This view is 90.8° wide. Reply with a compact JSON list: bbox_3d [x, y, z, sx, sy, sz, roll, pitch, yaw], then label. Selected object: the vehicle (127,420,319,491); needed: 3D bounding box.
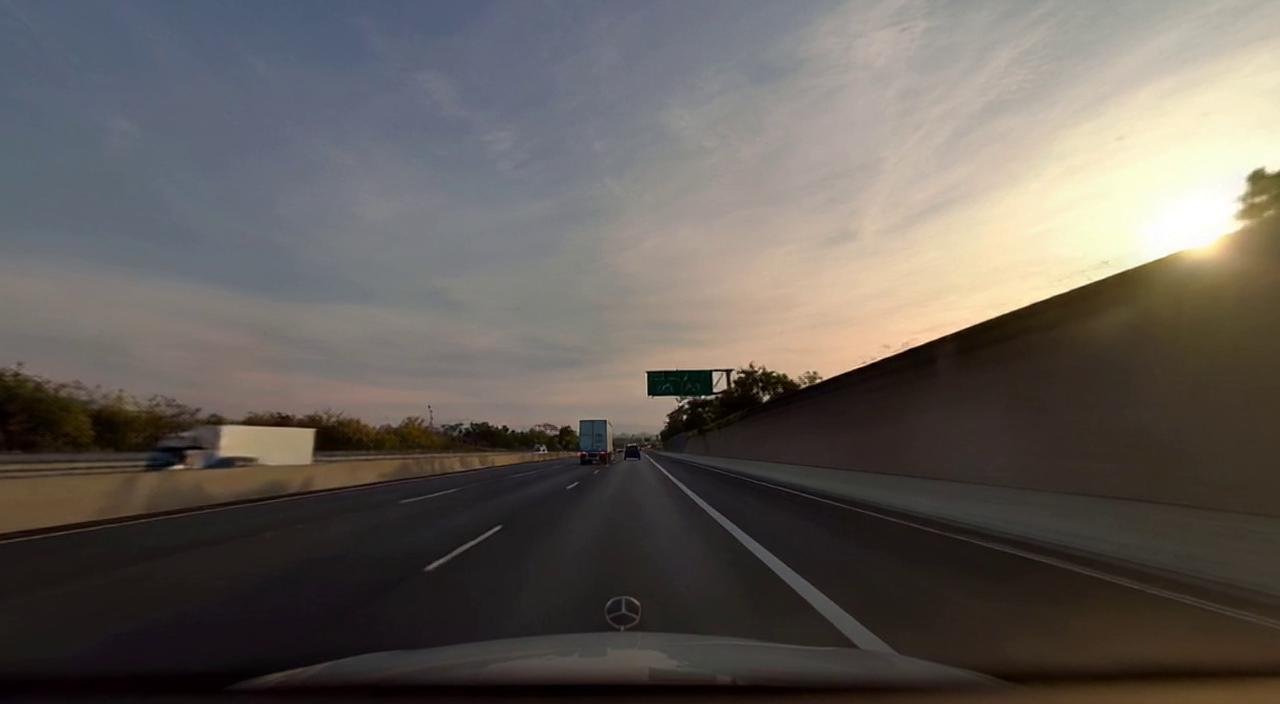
[{"bbox_3d":[-24.219,6.184,38.167,2.973,3.482,12.931,0,-9,-1],"label":"vehicle"}]
